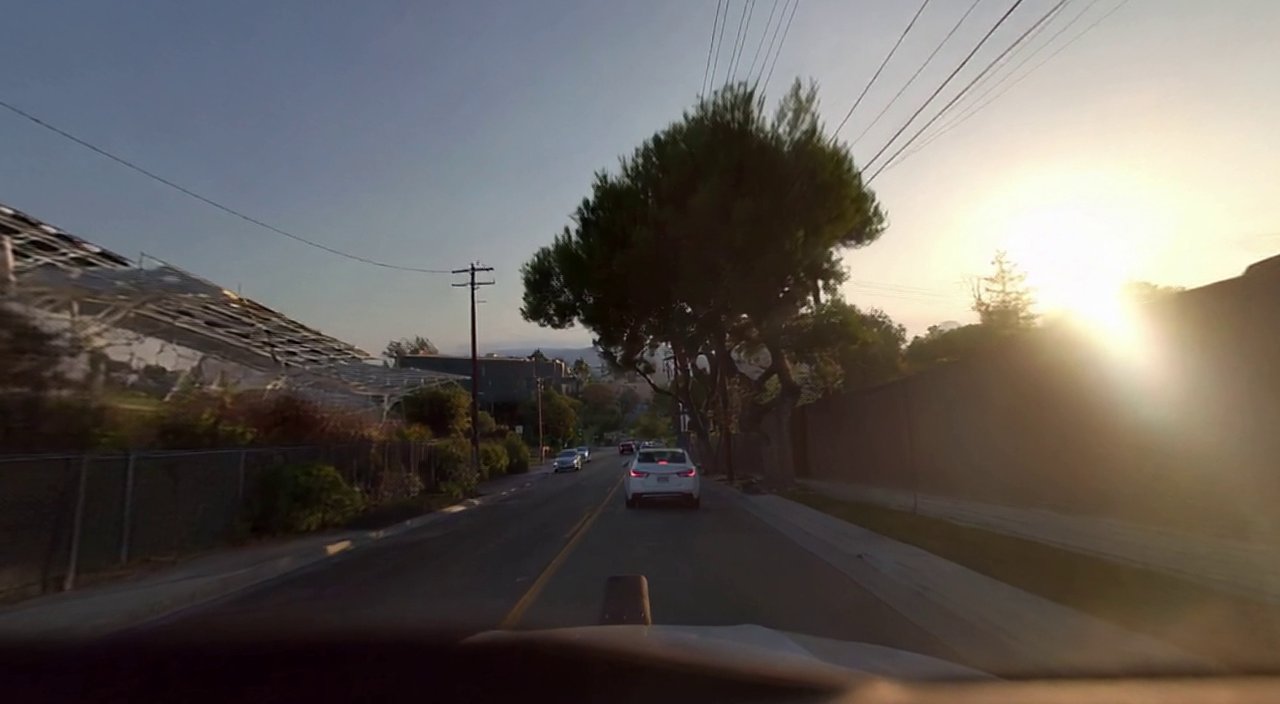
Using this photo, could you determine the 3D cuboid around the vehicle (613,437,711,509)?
[{"bbox_3d":[0.483,2.828,15.296,2.060,1.487,3.920,0,-8,1],"label":"vehicle"}]
